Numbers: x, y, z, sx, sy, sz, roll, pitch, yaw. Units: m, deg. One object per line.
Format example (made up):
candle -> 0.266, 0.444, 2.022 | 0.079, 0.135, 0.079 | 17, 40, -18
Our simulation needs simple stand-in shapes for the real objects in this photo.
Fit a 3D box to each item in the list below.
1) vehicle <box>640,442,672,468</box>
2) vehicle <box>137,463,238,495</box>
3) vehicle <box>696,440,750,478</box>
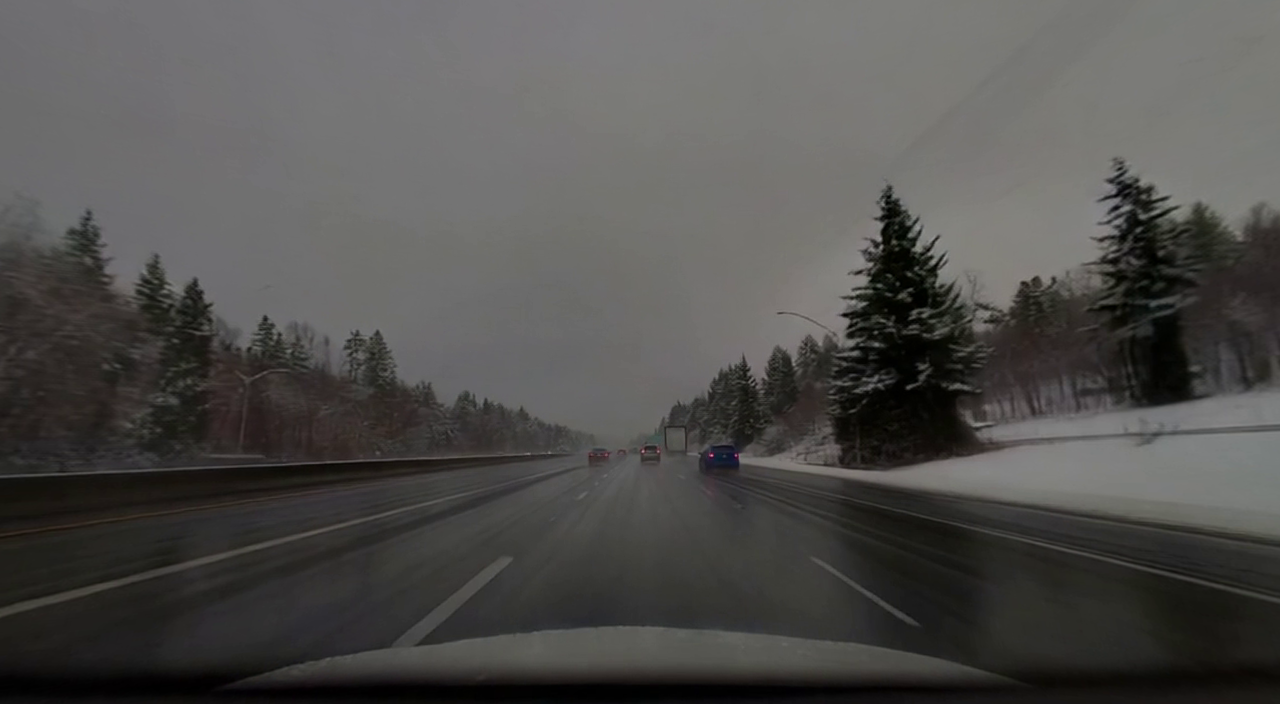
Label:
vehicle -> 1.133, 7.727, 47.414 | 2.205, 1.785, 4.423 | 0, -9, -1
vehicle -> -25.061, 7.014, 35.118 | 1.917, 1.540, 4.863 | 0, -9, 1
vehicle -> 4.005, 5.284, 31.224 | 2.082, 1.720, 4.393 | 0, -9, 0
